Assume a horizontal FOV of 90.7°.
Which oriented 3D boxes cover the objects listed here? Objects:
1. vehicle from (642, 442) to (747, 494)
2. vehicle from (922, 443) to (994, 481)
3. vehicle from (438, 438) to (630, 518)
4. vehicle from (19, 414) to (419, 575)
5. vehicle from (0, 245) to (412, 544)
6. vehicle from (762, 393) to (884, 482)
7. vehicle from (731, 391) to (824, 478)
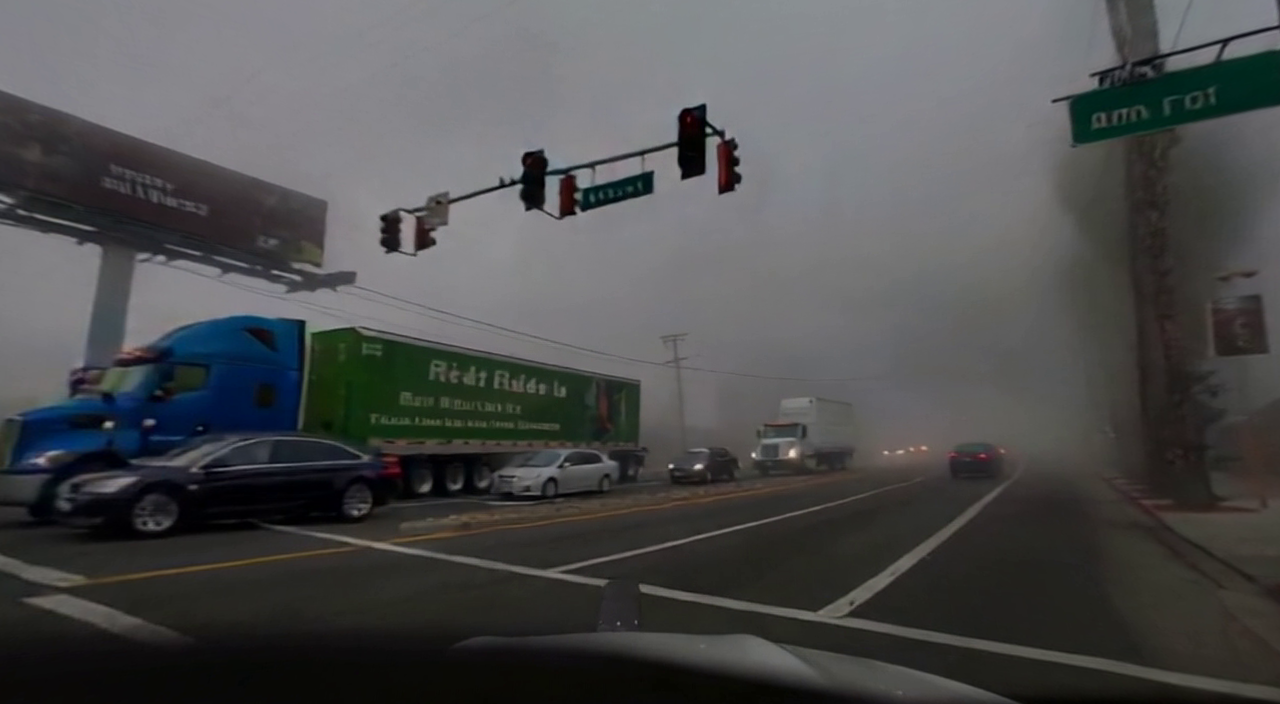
[{"bbox_3d":[2.136,4.299,23.776,1.919,1.512,4.443,-9,-9,33],"label":"vehicle"},{"bbox_3d":[14.055,4.778,27.829,2.040,1.492,5.114,-6,-10,34],"label":"vehicle"},{"bbox_3d":[-2.515,3.125,16.273,1.949,1.510,4.958,-9,-9,33],"label":"vehicle"},{"bbox_3d":[-6.557,2.113,10.622,2.200,1.893,5.079,-8,-8,32],"label":"vehicle"},{"bbox_3d":[-9.032,1.081,12.561,3.029,4.352,8.167,-6,-10,32],"label":"vehicle"},{"bbox_3d":[10.248,4.588,34.659,3.434,4.193,9.012,-8,-9,34],"label":"vehicle"},{"bbox_3d":[6.706,4.005,30.765,3.027,3.903,3.372,-8,-9,34],"label":"vehicle"}]
